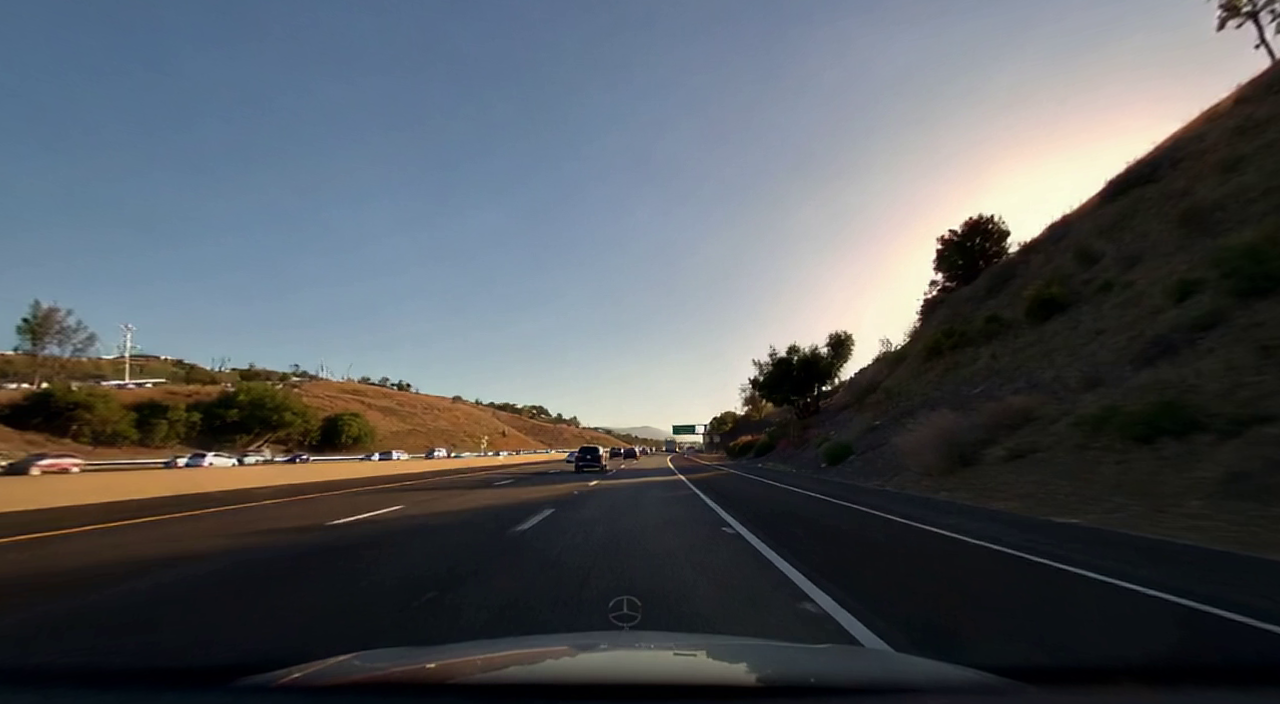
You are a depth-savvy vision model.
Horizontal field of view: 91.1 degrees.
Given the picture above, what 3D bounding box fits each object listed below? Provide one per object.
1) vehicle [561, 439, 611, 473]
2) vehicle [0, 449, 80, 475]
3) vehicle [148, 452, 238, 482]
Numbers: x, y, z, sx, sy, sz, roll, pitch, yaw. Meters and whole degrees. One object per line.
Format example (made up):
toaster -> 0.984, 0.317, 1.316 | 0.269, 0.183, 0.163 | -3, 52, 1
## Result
vehicle -> -3.150, 6.226, 37.964 | 2.413, 1.896, 5.218 | 0, -8, 1
vehicle -> -46.948, 8.418, 48.206 | 2.232, 1.818, 6.001 | 0, -8, 1
vehicle -> -27.165, 6.961, 38.340 | 2.016, 1.671, 4.537 | 0, -8, 2
